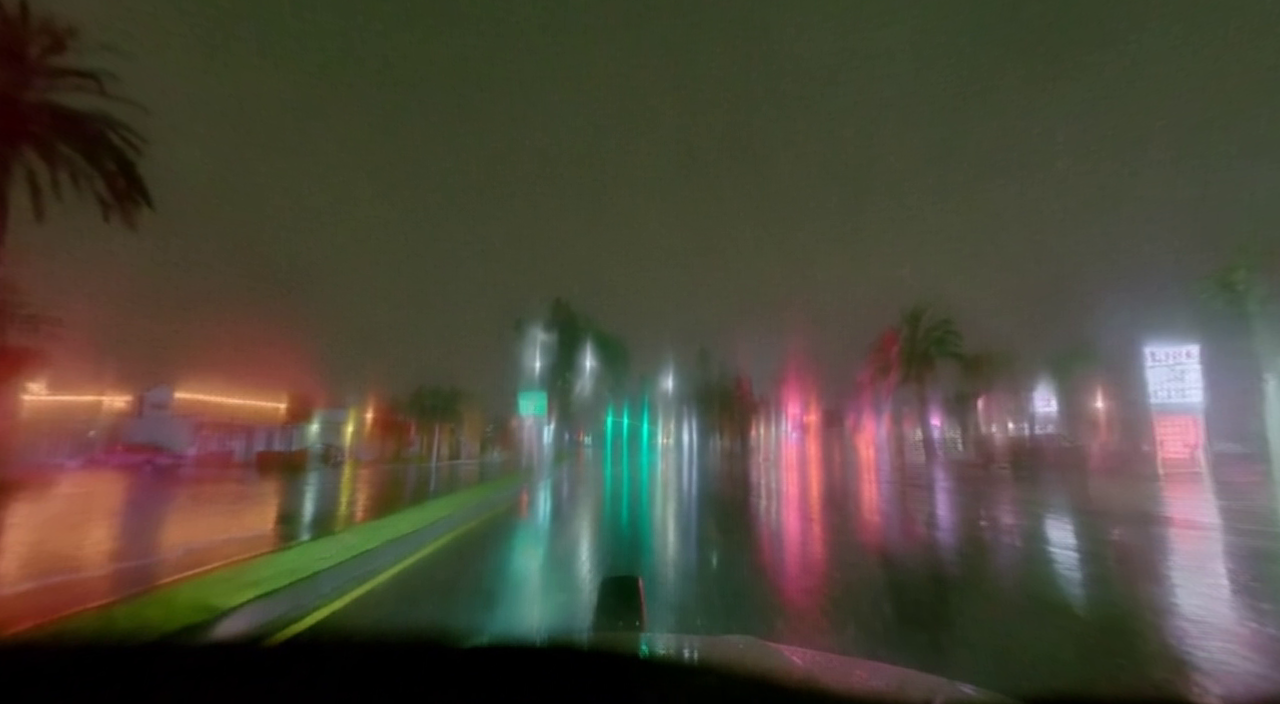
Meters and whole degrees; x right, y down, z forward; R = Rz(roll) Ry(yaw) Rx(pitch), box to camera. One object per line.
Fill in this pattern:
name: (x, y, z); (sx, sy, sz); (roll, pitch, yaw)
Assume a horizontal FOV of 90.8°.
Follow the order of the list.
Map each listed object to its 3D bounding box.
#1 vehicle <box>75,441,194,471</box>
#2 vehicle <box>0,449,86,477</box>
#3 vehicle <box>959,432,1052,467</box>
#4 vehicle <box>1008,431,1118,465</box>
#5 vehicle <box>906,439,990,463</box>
vehicle: (-33.691, 6.946, 42.266); (5.621, 1.927, 2.501); (0, -9, -3)
vehicle: (-33.485, 6.059, 34.469); (4.527, 1.453, 2.006); (0, -9, -3)
vehicle: (17.067, 4.582, 29.747); (1.852, 1.487, 3.896); (0, -8, -4)
vehicle: (19.871, 4.560, 29.969); (1.986, 1.454, 4.332); (-1, -9, -4)
vehicle: (19.543, 6.265, 40.155); (4.382, 1.463, 1.869); (1, -8, -4)
